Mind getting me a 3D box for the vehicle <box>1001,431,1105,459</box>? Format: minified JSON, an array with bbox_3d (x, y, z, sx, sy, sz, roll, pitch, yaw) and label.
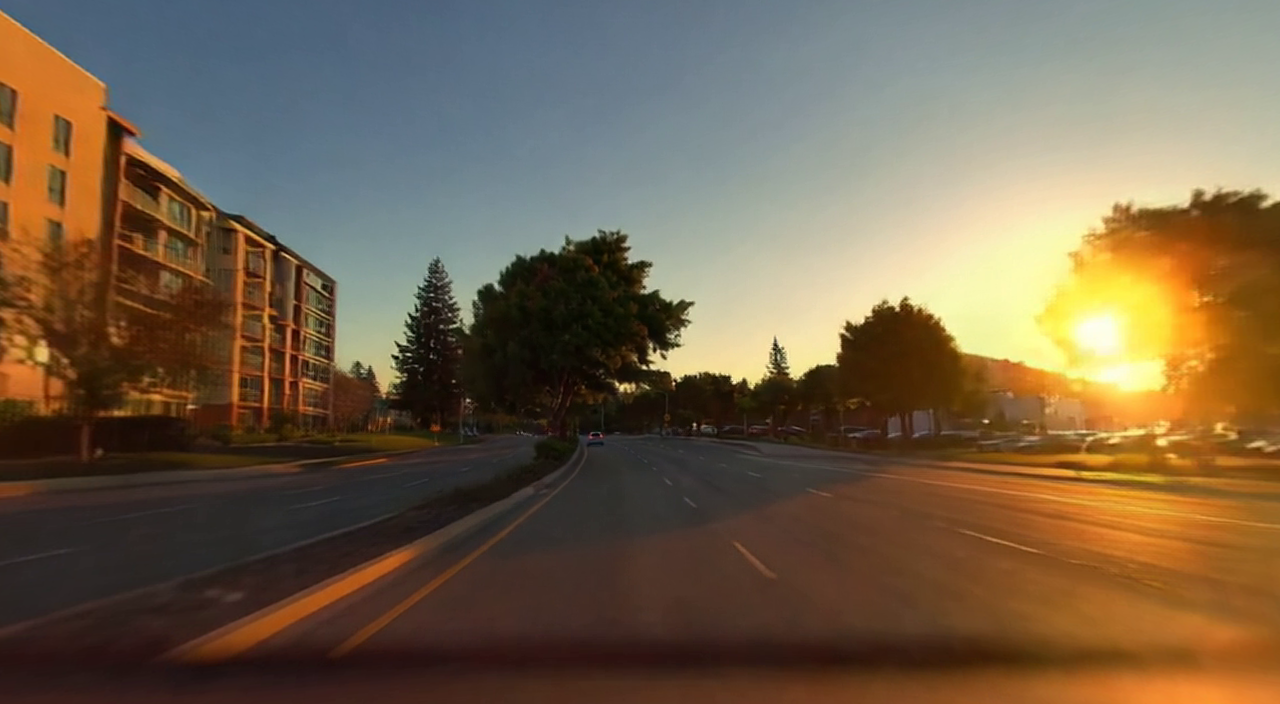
[{"bbox_3d":[27.041,6.118,41.505,5.365,1.726,2.032,-1,-8,-1],"label":"vehicle"}]
